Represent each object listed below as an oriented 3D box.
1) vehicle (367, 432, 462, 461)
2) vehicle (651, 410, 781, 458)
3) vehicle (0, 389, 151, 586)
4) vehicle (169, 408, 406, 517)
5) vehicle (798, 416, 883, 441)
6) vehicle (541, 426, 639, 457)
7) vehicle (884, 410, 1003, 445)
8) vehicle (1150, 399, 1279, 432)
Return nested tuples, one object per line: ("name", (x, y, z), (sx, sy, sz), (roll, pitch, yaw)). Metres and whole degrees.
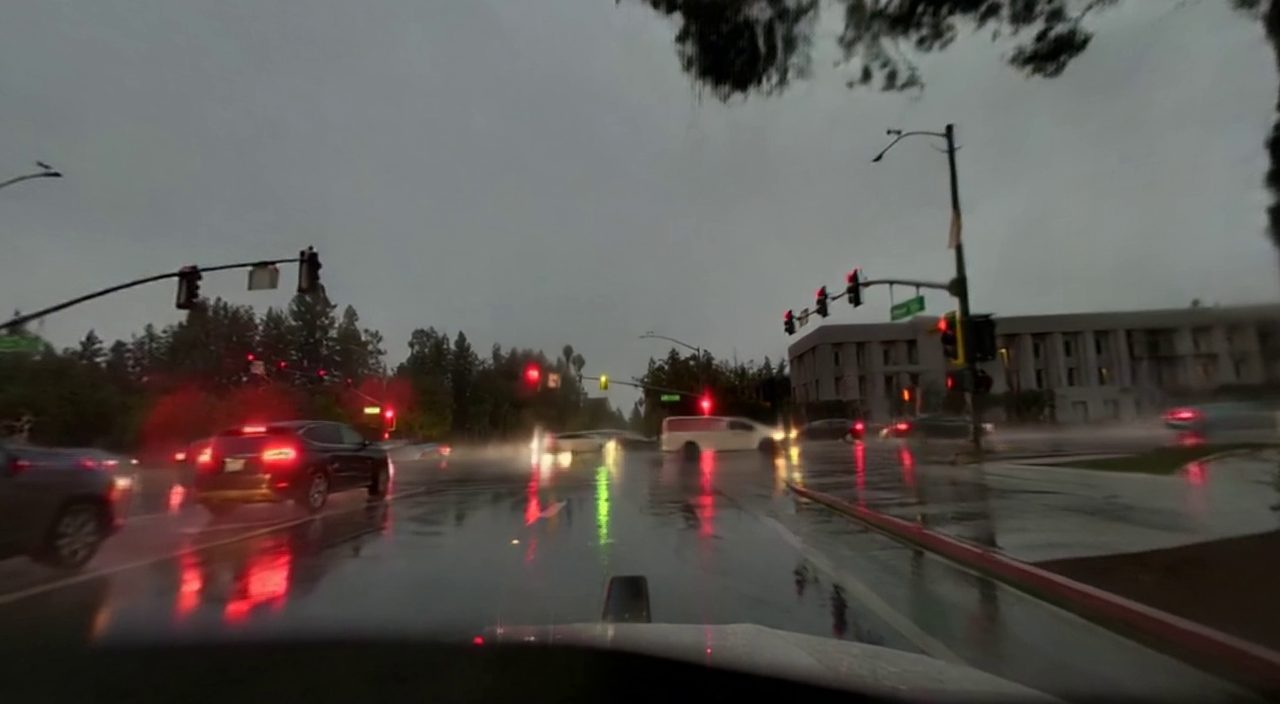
("vehicle", (-12.490, 5.267, 35.101), (4.591, 1.525, 1.836), (-1, -8, 6))
("vehicle", (3.101, 3.422, 26.128), (5.084, 1.824, 2.050), (-1, -8, 6))
("vehicle", (-6.682, 1.128, 5.037), (1.967, 1.741, 4.385), (0, -8, 0))
("vehicle", (-6.383, 2.060, 12.232), (1.785, 1.678, 4.729), (-1, -8, 1))
("vehicle", (12.881, 4.952, 40.727), (4.906, 1.485, 1.857), (-1, -8, 7))
("vehicle", (-2.373, 4.397, 30.798), (4.515, 1.422, 1.802), (-1, -8, 4))
("vehicle", (13.745, 3.467, 28.763), (4.429, 1.489, 1.773), (-1, -8, 6))
("vehicle", (28.442, 3.150, 30.982), (4.836, 1.508, 1.875), (-1, -8, 6))
